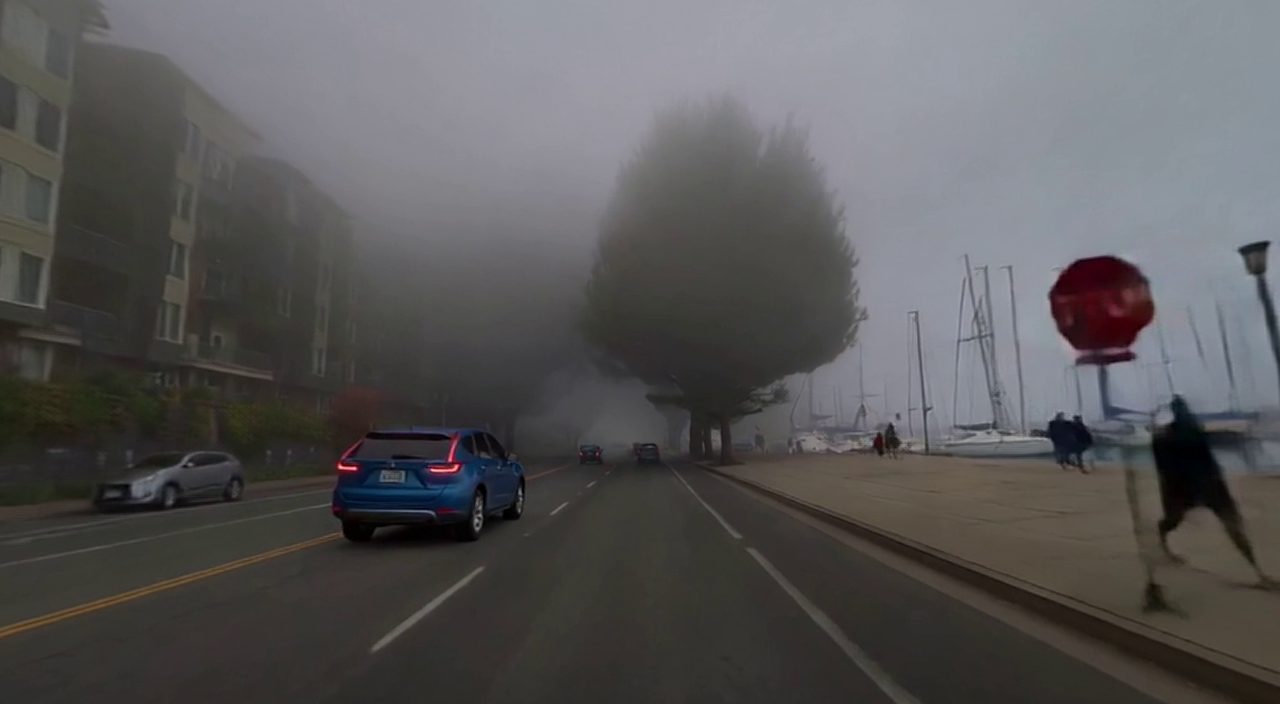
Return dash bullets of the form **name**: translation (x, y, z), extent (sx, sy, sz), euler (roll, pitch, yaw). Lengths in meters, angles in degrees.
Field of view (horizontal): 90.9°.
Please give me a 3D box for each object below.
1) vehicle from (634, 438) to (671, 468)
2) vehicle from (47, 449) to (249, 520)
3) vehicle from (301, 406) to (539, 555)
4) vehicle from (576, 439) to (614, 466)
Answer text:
- **vehicle**: translation (0.709, 5.903, 37.048), extent (2.057, 1.624, 3.726), euler (-1, -9, 1)
- **vehicle**: translation (-13.638, 3.649, 17.932), extent (2.117, 1.703, 4.373), euler (-1, -9, 2)
- **vehicle**: translation (-3.099, 1.939, 10.199), extent (2.082, 1.817, 4.724), euler (-1, -9, 1)
- **vehicle**: translation (-2.942, 6.658, 42.027), extent (2.056, 1.680, 4.205), euler (-1, -9, 2)
